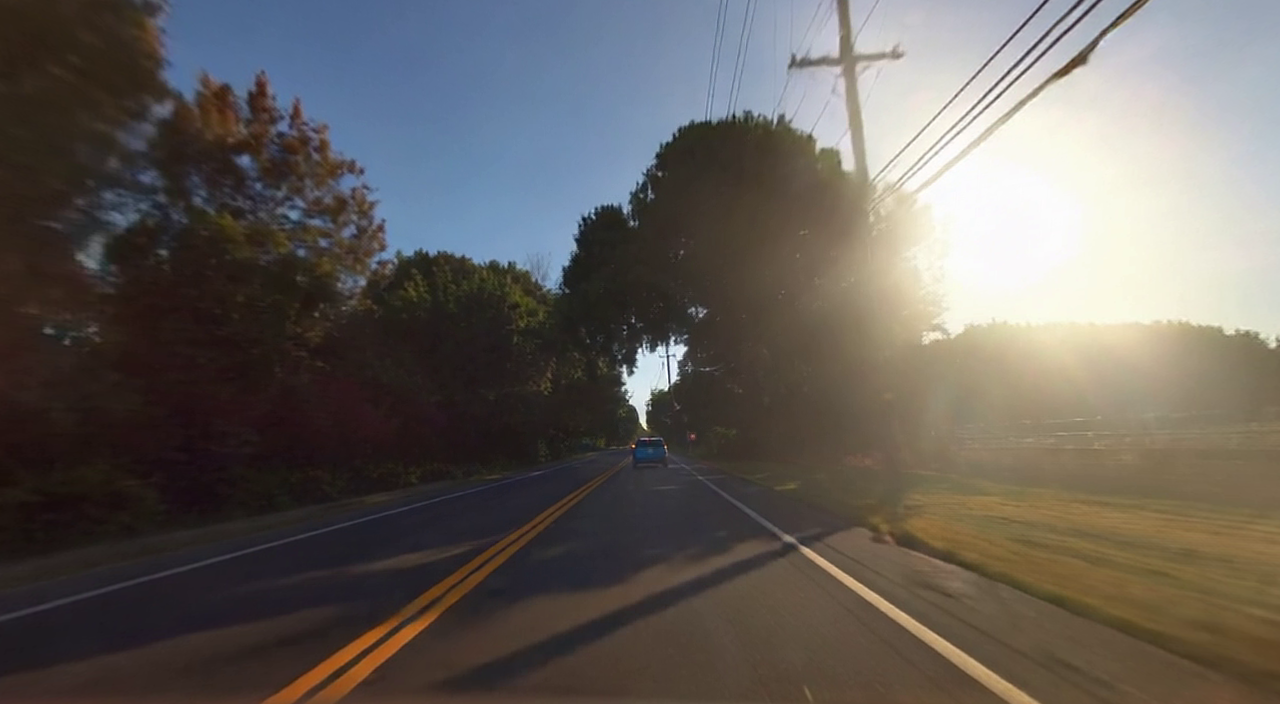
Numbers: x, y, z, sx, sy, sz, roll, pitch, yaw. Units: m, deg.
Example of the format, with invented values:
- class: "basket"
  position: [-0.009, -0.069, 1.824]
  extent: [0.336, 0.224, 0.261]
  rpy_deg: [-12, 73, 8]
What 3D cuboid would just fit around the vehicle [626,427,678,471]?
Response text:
- class: "vehicle"
  position: [0.564, 4.951, 32.305]
  extent: [2.468, 2.056, 4.422]
  rpy_deg: [0, -9, 0]
